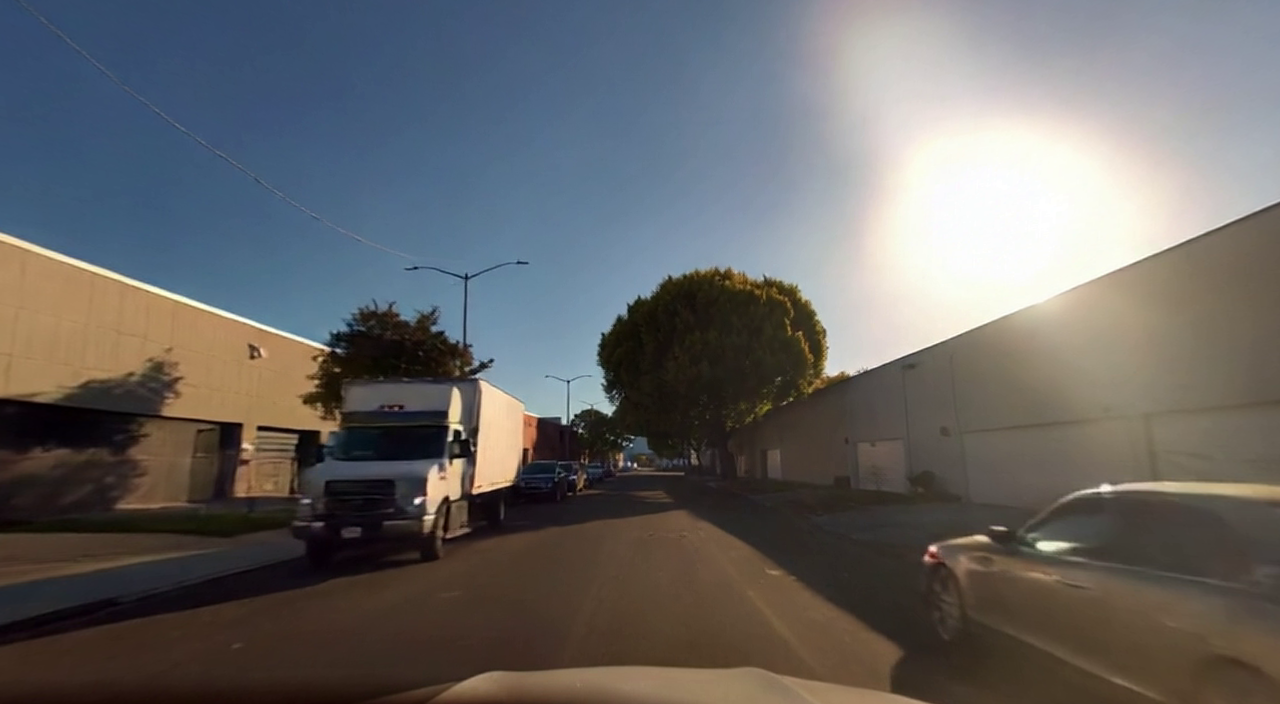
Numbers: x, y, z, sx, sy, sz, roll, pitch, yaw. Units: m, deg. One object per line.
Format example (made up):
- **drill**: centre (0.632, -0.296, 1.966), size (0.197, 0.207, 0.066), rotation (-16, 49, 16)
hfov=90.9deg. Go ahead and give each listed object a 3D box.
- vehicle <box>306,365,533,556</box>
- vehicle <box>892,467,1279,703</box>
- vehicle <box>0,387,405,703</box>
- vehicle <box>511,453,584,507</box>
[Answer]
- **vehicle**: centre (-3.649, 2.068, 11.973), size (2.242, 2.726, 5.581), rotation (1, -11, -1)
- **vehicle**: centre (2.927, 1.312, 3.049), size (1.819, 1.446, 3.909), rotation (1, -11, 1)
- **vehicle**: centre (-3.852, 1.429, 5.513), size (1.917, 1.735, 4.032), rotation (1, -11, 1)
- **vehicle**: centre (-3.270, 4.623, 23.238), size (1.886, 1.640, 4.311), rotation (2, -8, 2)
